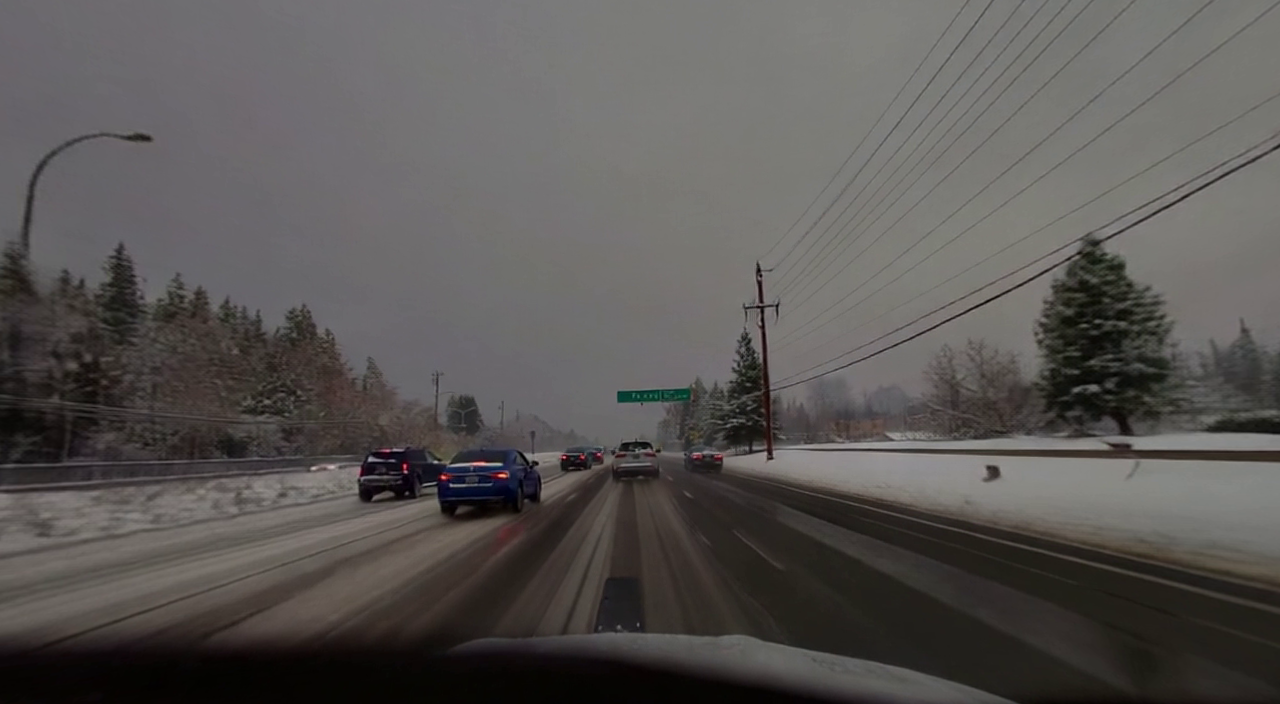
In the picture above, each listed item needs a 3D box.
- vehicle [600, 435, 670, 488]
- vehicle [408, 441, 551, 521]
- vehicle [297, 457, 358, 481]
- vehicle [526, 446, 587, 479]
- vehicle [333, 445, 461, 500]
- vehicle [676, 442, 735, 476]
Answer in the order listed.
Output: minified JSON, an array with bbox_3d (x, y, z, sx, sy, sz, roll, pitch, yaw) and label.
[{"bbox_3d":[-0.179,3.909,22.900,2.284,1.699,4.168,0,-8,0],"label":"vehicle"},{"bbox_3d":[-3.272,2.714,13.915,1.958,1.447,4.454,0,-8,0],"label":"vehicle"},{"bbox_3d":[-22.344,8.346,45.358,2.048,1.530,4.605,0,-8,0],"label":"vehicle"},{"bbox_3d":[-3.759,5.068,29.336,2.203,1.425,4.610,0,-8,0],"label":"vehicle"},{"bbox_3d":[-7.105,3.534,19.090,1.959,1.435,4.719,0,-8,1],"label":"vehicle"},{"bbox_3d":[3.029,5.066,30.173,2.197,1.464,4.356,0,-8,-2],"label":"vehicle"}]
